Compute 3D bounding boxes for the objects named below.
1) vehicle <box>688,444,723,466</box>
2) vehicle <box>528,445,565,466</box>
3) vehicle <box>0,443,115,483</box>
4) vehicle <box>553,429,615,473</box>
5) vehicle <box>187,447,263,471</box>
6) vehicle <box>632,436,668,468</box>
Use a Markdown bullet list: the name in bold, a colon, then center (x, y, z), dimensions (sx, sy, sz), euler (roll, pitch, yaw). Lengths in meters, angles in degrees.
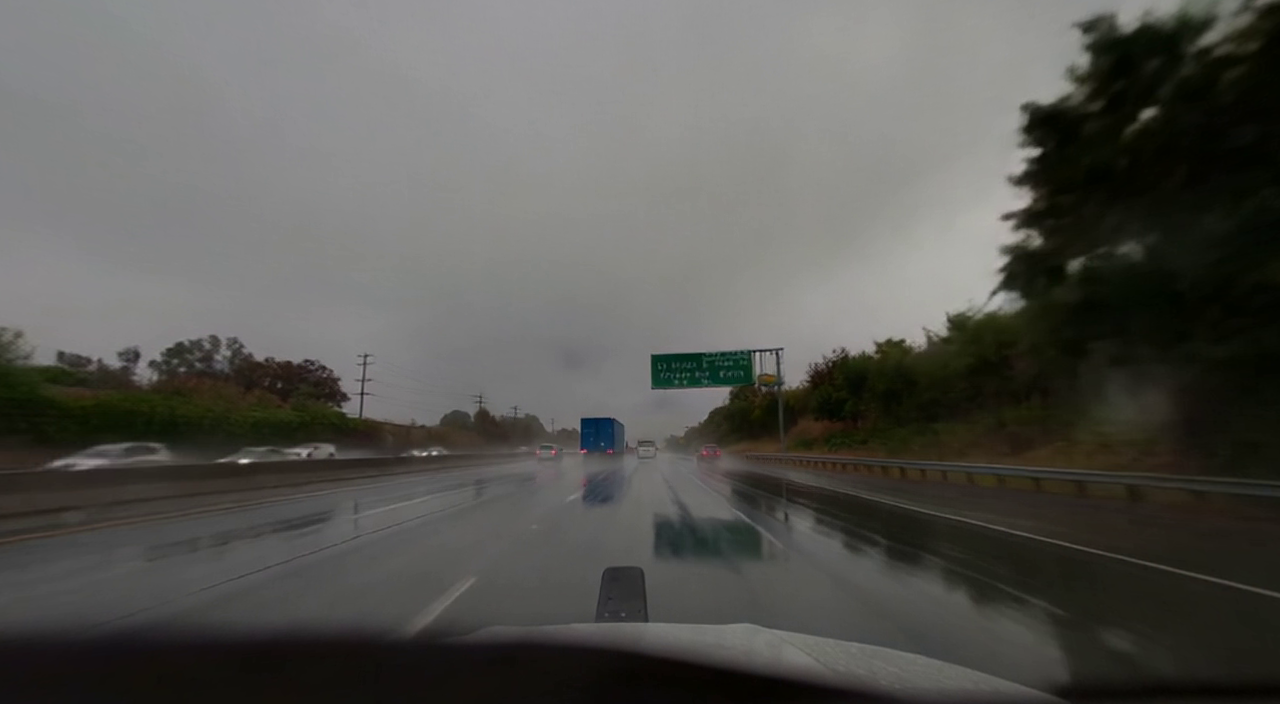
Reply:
- **vehicle**: center (4.677, 7.376, 45.485), dimensions (1.993, 1.474, 4.230), euler (0, -8, -1)
- **vehicle**: center (-6.902, 7.684, 47.015), dimensions (1.965, 1.437, 4.592), euler (-1, -8, 2)
- **vehicle**: center (-24.433, 4.494, 25.962), dimensions (1.860, 1.486, 4.350), euler (0, -8, 0)
- **vehicle**: center (-3.427, 6.700, 43.425), dimensions (2.854, 2.379, 16.653), euler (-1, -8, 0)
- **vehicle**: center (-28.077, 7.235, 42.855), dimensions (1.908, 1.468, 4.683), euler (0, -8, 1)
- **vehicle**: center (0.630, 6.780, 43.084), dimensions (2.309, 2.023, 5.130), euler (0, -8, 0)
